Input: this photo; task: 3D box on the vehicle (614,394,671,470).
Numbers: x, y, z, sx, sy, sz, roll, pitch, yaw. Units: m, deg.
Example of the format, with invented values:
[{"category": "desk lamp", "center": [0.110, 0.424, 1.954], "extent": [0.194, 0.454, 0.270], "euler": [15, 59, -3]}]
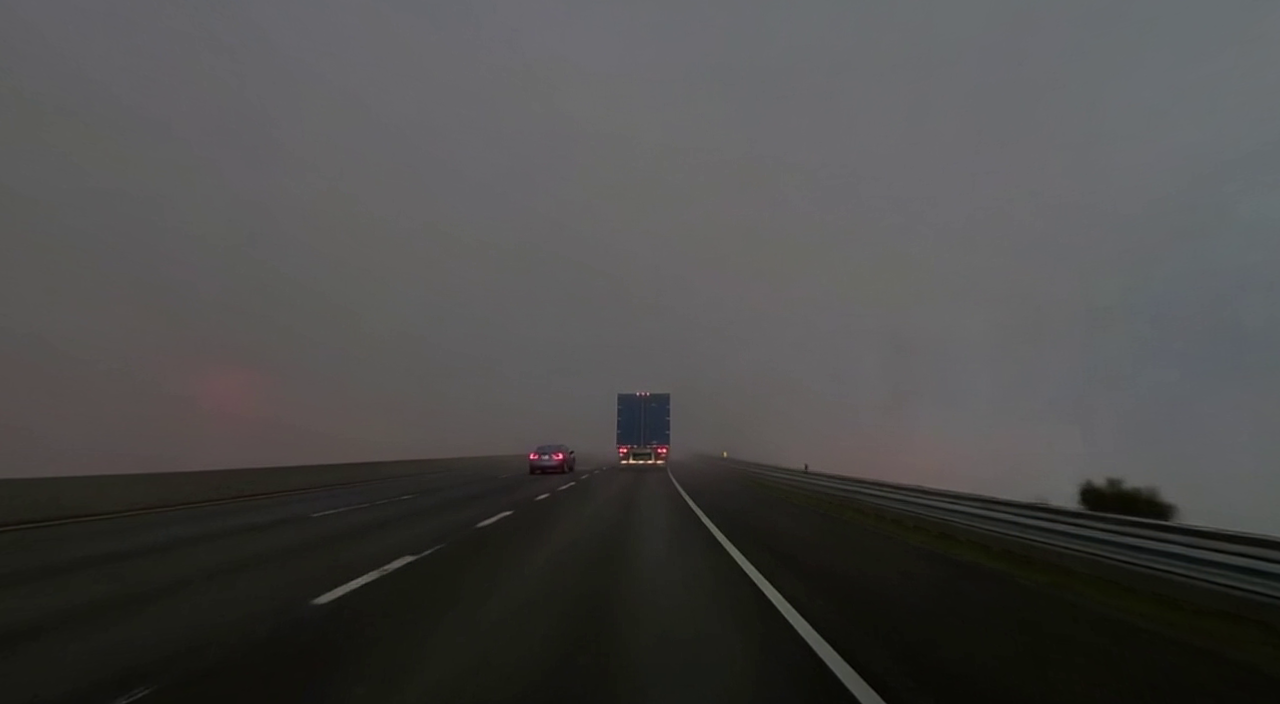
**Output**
[{"category": "vehicle", "center": [0.291, 5.188, 39.551], "extent": [3.123, 4.094, 10.812], "euler": [-1, -9, 2]}]

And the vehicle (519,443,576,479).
[{"category": "vehicle", "center": [-4.160, 4.947, 28.717], "extent": [1.895, 1.500, 3.808], "euler": [-1, -9, 2]}]
